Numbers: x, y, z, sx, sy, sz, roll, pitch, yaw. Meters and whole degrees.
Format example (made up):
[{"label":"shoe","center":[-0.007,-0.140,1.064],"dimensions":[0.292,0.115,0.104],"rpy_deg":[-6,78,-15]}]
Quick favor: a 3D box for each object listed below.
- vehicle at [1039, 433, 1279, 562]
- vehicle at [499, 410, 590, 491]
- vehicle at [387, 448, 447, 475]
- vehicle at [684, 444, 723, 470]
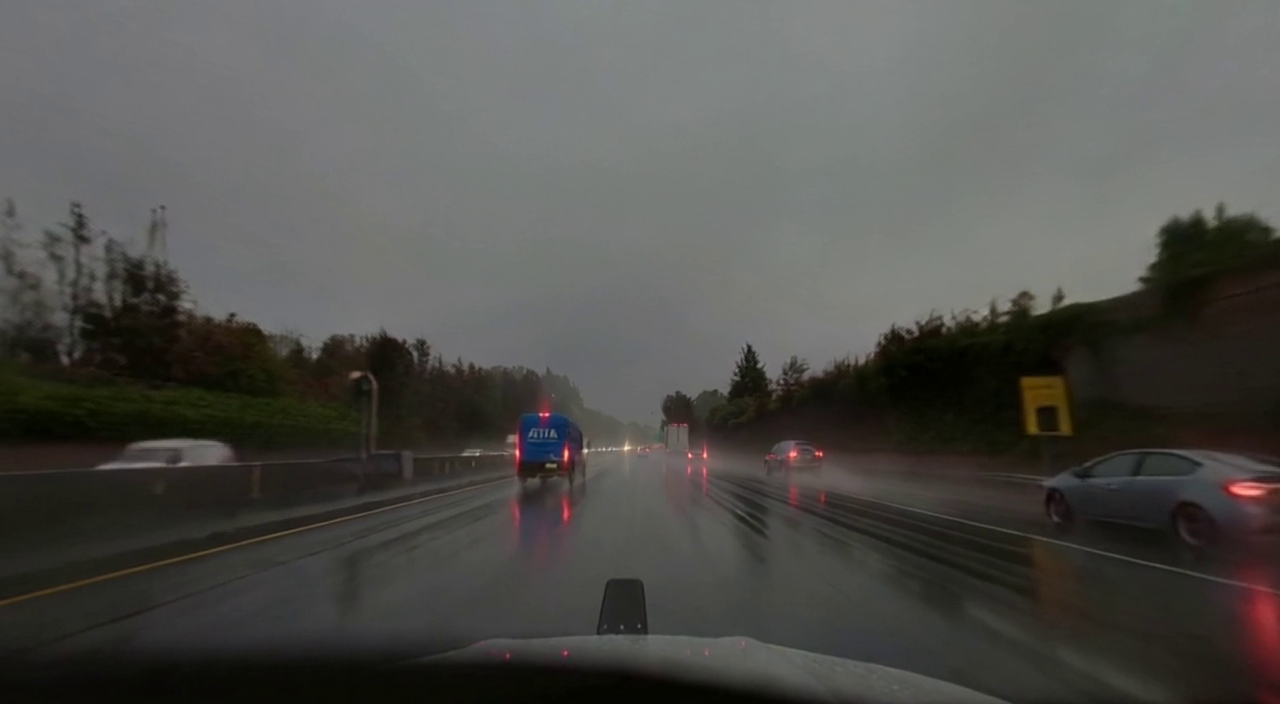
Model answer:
[{"label":"vehicle","center":[8.343,1.995,9.285],"dimensions":[1.838,1.490,4.460],"rpy_deg":[0,-9,-3]},{"label":"vehicle","center":[-3.399,3.757,24.199],"dimensions":[2.380,2.648,6.879],"rpy_deg":[0,-9,0]},{"label":"vehicle","center":[-12.930,6.373,36.884],"dimensions":[1.842,1.474,4.473],"rpy_deg":[0,-9,0]},{"label":"vehicle","center":[4.186,7.024,42.410],"dimensions":[2.066,1.638,4.158],"rpy_deg":[0,-9,-1]}]
